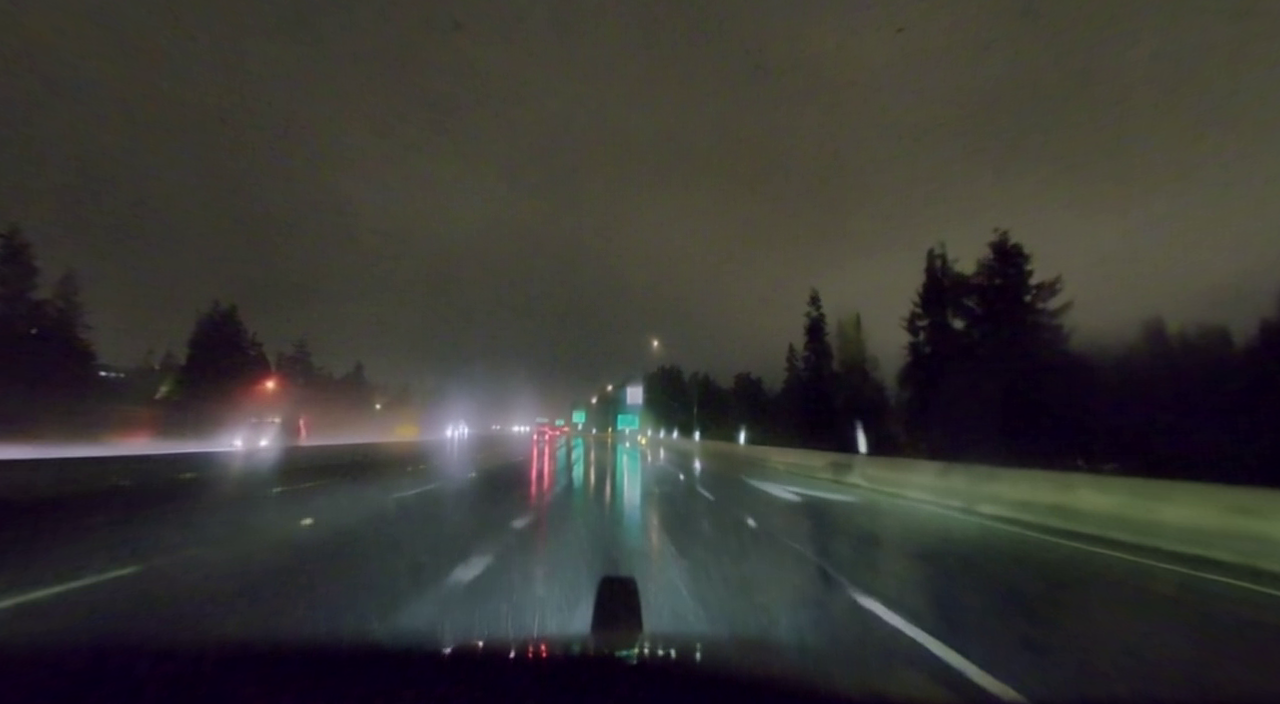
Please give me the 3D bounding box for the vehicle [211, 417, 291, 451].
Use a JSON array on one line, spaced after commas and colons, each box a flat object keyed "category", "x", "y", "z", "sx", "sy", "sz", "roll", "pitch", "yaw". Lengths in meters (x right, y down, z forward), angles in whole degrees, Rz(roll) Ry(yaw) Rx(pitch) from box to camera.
[{"category": "vehicle", "x": -30.178, "y": 6.393, "z": 49.117, "sx": 2.442, "sy": 2.453, "sz": 6.168, "roll": 0, "pitch": -8, "yaw": -2}]
